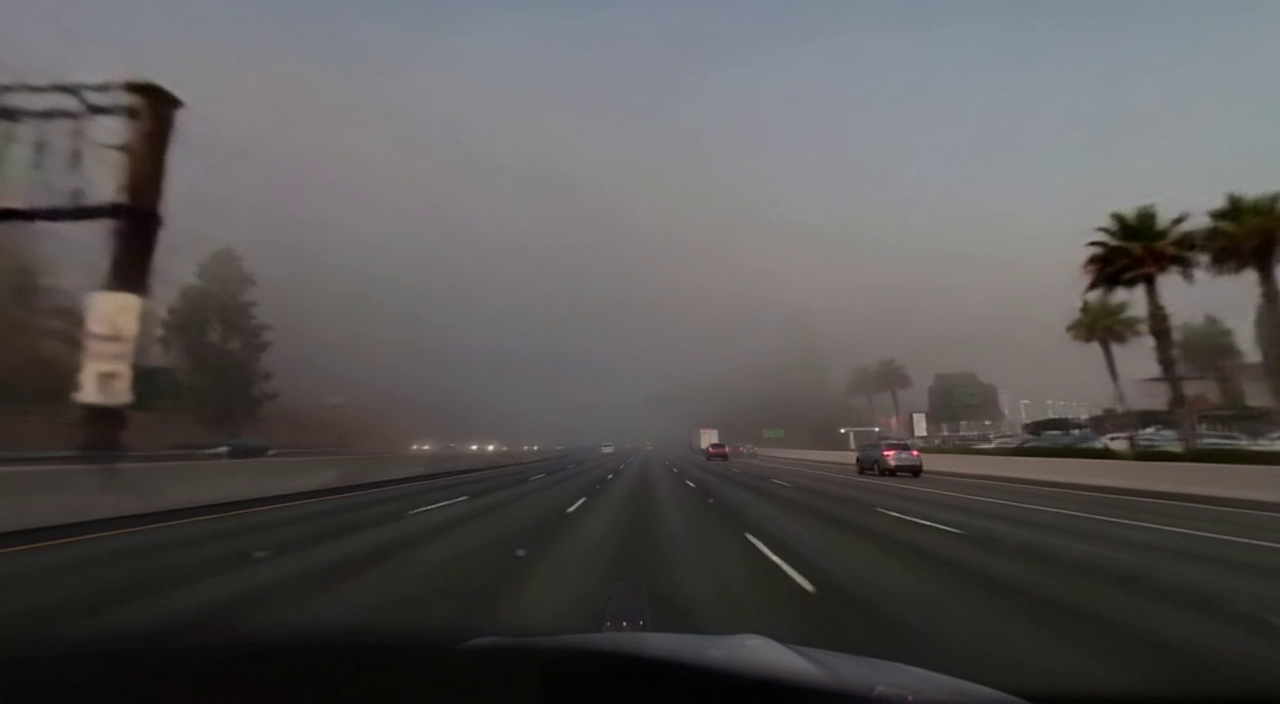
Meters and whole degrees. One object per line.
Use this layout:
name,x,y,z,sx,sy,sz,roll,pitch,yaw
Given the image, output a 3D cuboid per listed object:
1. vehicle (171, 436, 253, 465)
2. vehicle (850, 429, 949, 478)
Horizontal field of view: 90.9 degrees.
vehicle,-25.718,5.935,38.086,1.898,1.670,4.227,0,-8,1
vehicle,10.887,4.301,26.921,2.168,1.861,4.678,0,-8,0
